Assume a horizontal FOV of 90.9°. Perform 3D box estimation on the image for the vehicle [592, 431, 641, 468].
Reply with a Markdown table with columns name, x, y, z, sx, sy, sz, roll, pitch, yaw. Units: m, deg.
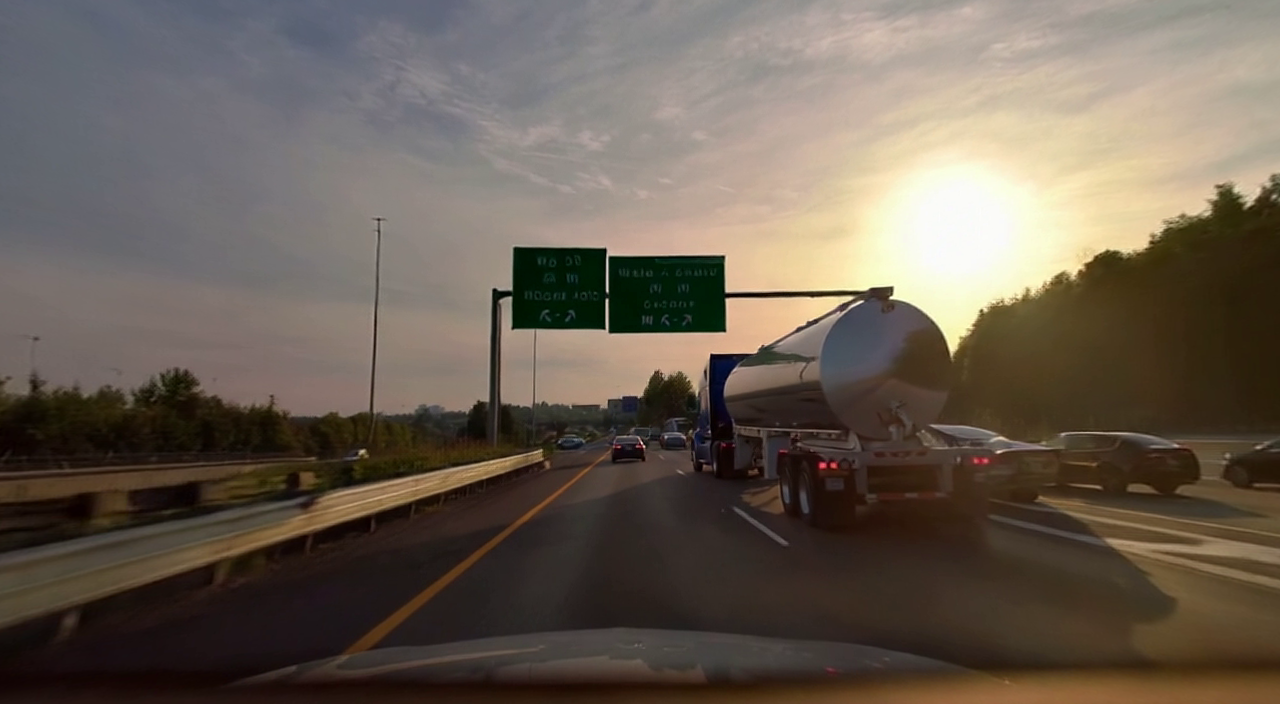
| name | x | y | z | sx | sy | sz | roll | pitch | yaw |
| --- | --- | --- | --- | --- | --- | --- | --- | --- | --- |
| vehicle | -0.987 | 4.253 | 27.646 | 2.000 | 1.510 | 3.518 | 0 | -8 | -1 |

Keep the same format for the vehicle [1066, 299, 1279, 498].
| name | x | y | z | sx | sy | sz | roll | pitch | yaw |
| --- | --- | --- | --- | --- | --- | --- | --- | --- | --- |
| vehicle | 14.716 | 1.076 | 13.947 | 2.878 | 4.124 | 10.050 | 0 | -8 | -4 |

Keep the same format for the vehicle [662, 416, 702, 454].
| name | x | y | z | sx | sy | sz | roll | pitch | yaw |
| --- | --- | --- | --- | --- | --- | --- | --- | --- | --- |
| vehicle | 3.175 | 6.427 | 48.723 | 2.475 | 2.782 | 4.986 | 0 | -8 | -3 |

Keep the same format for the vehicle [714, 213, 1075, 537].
| name | x | y | z | sx | sy | sz | roll | pitch | yaw |
| --- | --- | --- | --- | --- | --- | --- | --- | --- | --- |
| vehicle | 3.558 | 0.836 | 12.206 | 2.826 | 3.905 | 9.262 | 0 | -8 | -2 |

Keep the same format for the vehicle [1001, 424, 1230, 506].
| name | x | y | z | sx | sy | sz | roll | pitch | yaw |
| --- | --- | --- | --- | --- | --- | --- | --- | --- | --- |
| vehicle | 9.858 | 2.334 | 13.531 | 1.739 | 1.471 | 3.889 | 0 | -8 | -3 |
